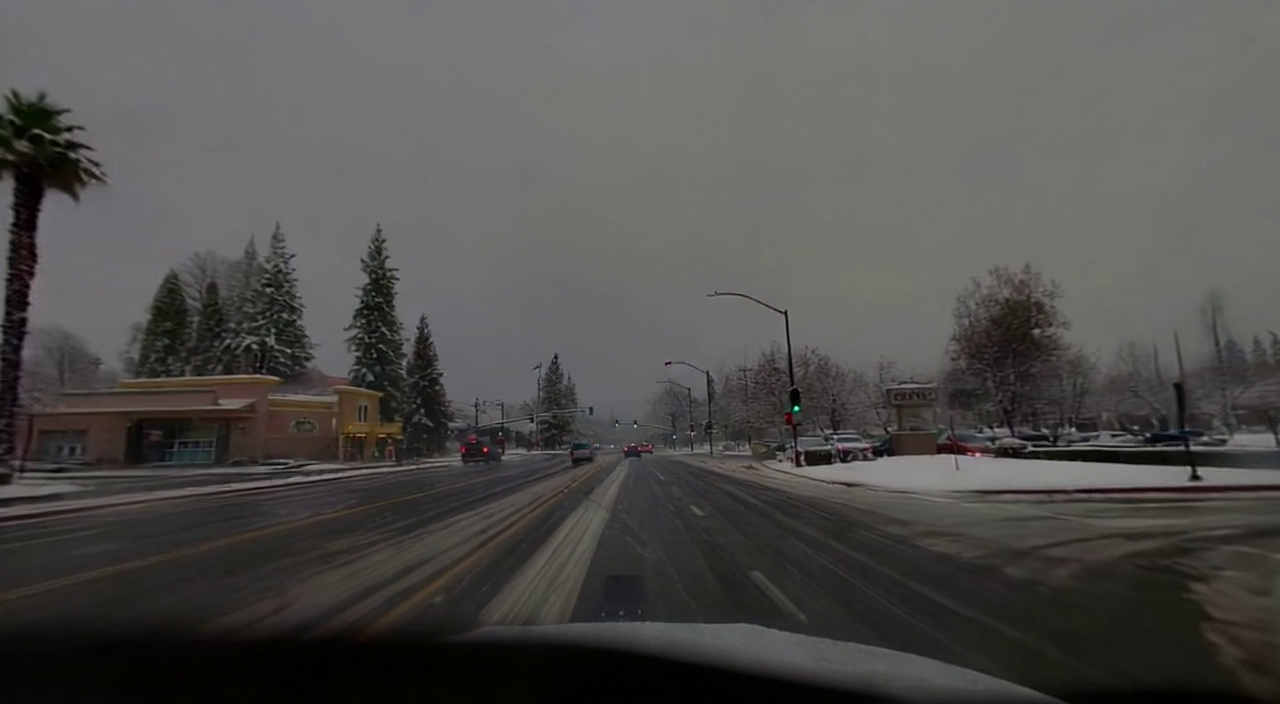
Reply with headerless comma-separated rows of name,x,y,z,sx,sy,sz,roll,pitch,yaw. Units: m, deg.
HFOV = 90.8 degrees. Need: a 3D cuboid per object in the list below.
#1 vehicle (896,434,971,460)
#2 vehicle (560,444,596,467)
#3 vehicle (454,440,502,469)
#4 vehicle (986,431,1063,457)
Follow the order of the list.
vehicle,20.258,6.590,43.687,4.548,1.741,1.971,-4,-10,26
vehicle,-4.181,7.032,43.202,2.181,1.483,4.123,0,-9,-1
vehicle,-10.447,6.606,40.985,2.022,1.746,4.406,0,-9,-1
vehicle,26.563,6.400,43.866,4.294,1.705,2.233,-5,-10,27
